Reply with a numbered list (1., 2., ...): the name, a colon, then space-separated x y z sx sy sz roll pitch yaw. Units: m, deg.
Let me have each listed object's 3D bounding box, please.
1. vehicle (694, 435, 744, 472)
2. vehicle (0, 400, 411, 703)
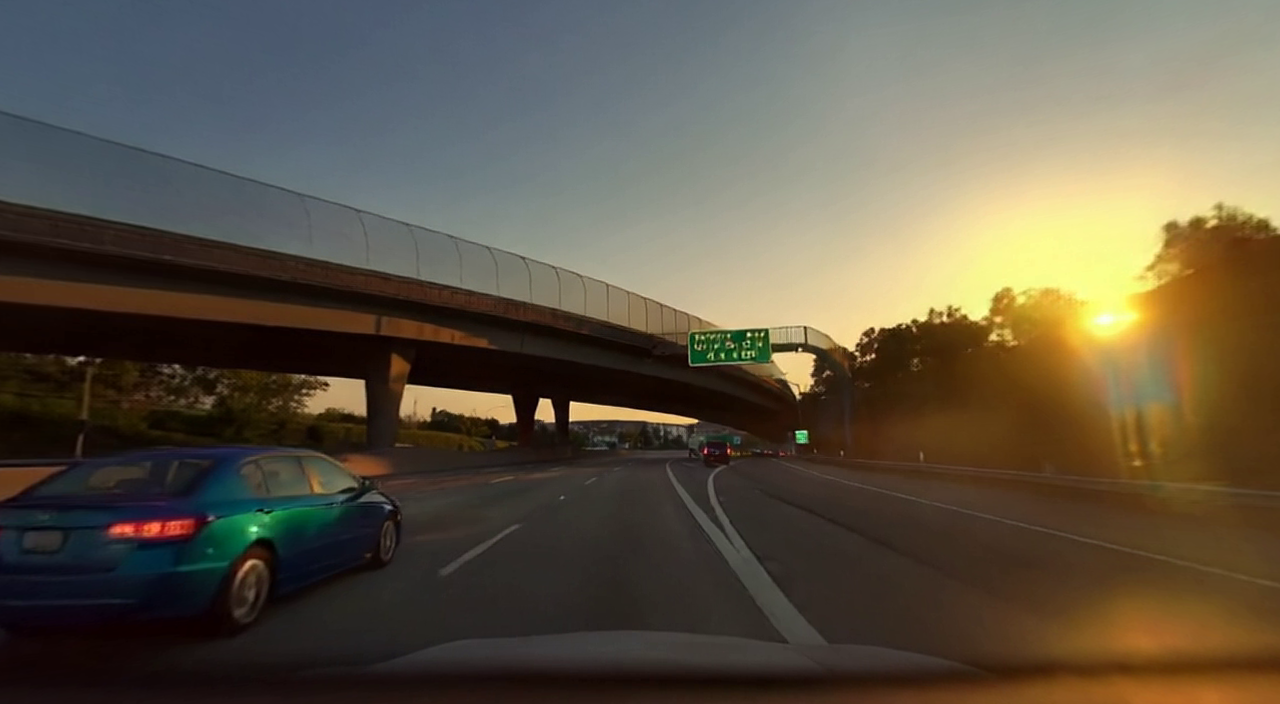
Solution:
1. vehicle: 4.150 5.409 33.673 2.225 1.833 4.340 -1 -9 2
2. vehicle: -3.511 1.268 4.624 1.937 1.490 4.372 0 -9 1
